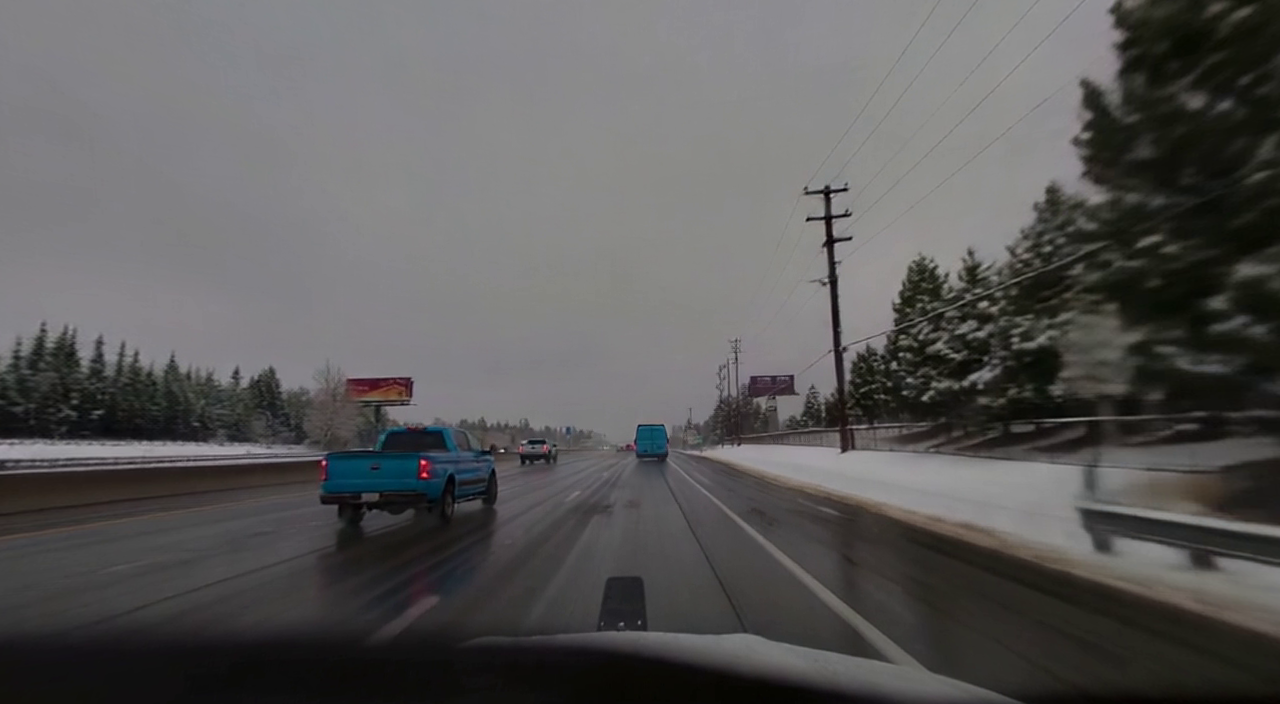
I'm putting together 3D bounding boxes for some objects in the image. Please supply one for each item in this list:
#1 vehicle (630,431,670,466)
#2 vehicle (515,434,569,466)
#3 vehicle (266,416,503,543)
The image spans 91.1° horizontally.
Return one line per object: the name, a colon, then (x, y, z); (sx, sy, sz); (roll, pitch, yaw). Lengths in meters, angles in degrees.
vehicle: (0.708, 6.808, 44.608); (2.692, 2.279, 5.695); (0, -8, 1)
vehicle: (-6.819, 6.922, 44.575); (2.695, 2.084, 6.836); (0, -8, 1)
vehicle: (-4.061, 2.114, 11.112); (2.145, 1.730, 4.729); (0, -8, 1)
